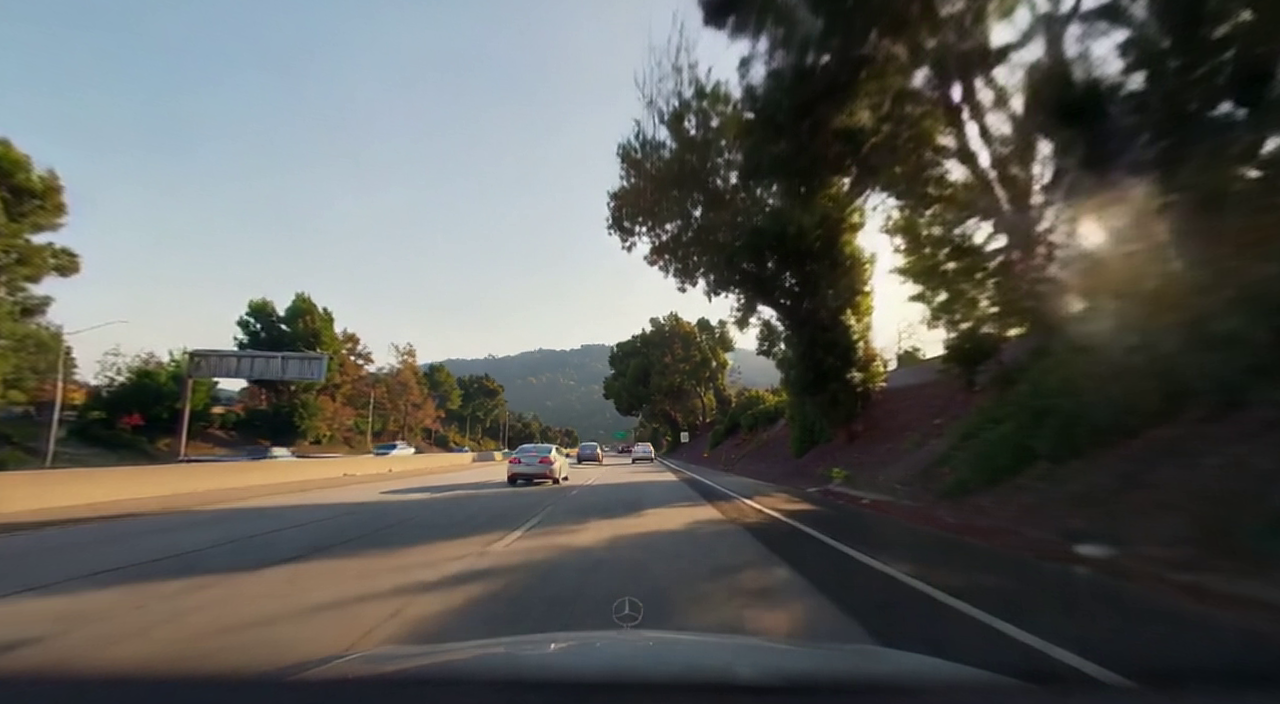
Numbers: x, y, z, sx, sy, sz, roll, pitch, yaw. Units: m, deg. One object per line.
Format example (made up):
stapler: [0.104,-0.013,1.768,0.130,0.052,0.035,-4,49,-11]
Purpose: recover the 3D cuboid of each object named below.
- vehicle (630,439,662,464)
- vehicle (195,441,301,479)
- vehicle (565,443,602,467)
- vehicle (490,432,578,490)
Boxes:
vehicle: [0.415,7.359,46.542,2.285,1.797,4.478,0,-8,0]
vehicle: [-17.076,4.704,27.624,1.849,1.527,4.323,0,-8,0]
vehicle: [-3.659,6.743,41.261,2.055,1.431,3.921,0,-8,1]
vehicle: [-3.303,3.491,20.444,2.056,1.679,4.204,0,-8,1]
